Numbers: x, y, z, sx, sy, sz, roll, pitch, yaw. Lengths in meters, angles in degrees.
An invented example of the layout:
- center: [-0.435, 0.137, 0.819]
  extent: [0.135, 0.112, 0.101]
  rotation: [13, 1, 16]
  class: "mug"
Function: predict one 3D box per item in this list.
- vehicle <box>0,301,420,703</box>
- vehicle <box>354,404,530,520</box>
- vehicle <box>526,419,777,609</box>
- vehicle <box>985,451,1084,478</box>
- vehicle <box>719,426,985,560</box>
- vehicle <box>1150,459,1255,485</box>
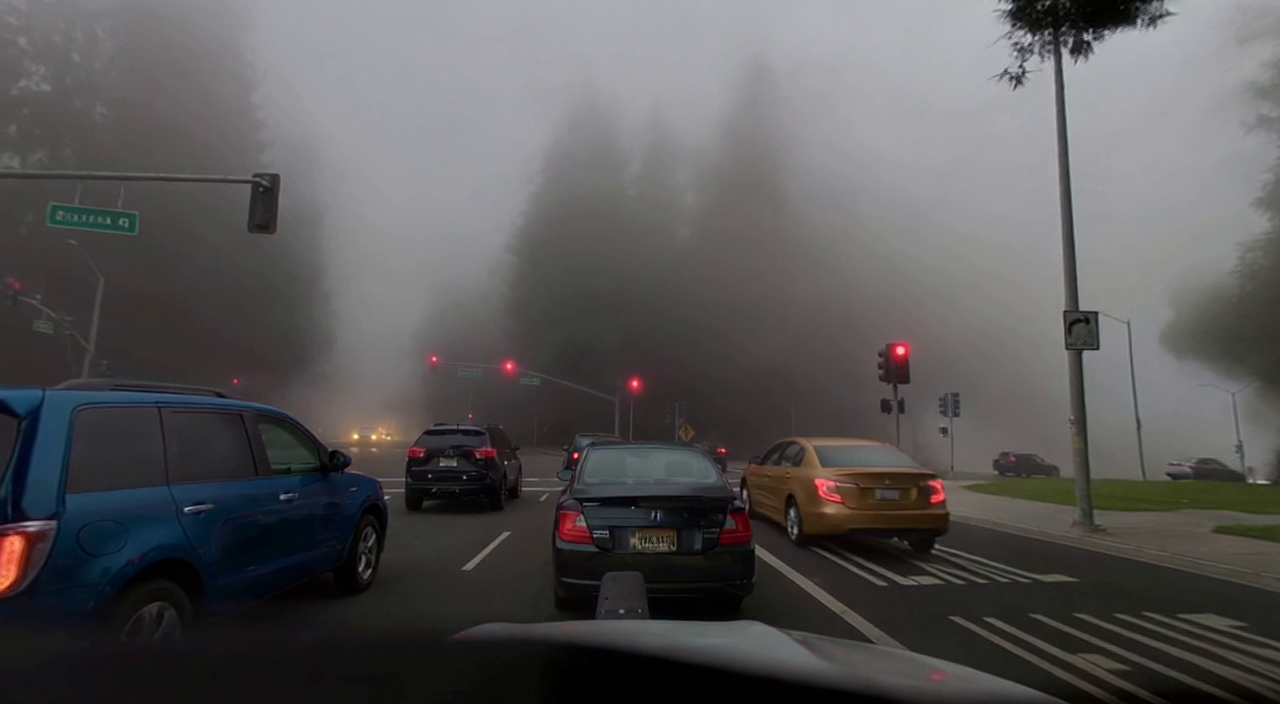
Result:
- center: [-3.145, 1.006, 4.158]
  extent: [1.924, 1.737, 4.387]
  rotation: [0, -8, -2]
  class: "vehicle"
- center: [-3.881, 2.299, 13.714]
  extent: [2.305, 1.984, 5.586]
  rotation: [0, -8, -3]
  class: "vehicle"
- center: [-0.059, 1.612, 7.316]
  extent: [2.001, 1.483, 4.442]
  rotation: [0, -8, -4]
  class: "vehicle"
- center: [24.185, 6.892, 38.844]
  extent: [4.737, 1.572, 2.026]
  rotation: [0, -8, -2]
  class: "vehicle"
- center: [2.767, 1.977, 9.736]
  extent: [2.100, 1.524, 4.746]
  rotation: [1, -8, -5]
  class: "vehicle"
- center: [34.650, 7.380, 38.995]
  extent: [4.609, 1.513, 1.861]
  rotation: [0, -8, 1]
  class: "vehicle"
